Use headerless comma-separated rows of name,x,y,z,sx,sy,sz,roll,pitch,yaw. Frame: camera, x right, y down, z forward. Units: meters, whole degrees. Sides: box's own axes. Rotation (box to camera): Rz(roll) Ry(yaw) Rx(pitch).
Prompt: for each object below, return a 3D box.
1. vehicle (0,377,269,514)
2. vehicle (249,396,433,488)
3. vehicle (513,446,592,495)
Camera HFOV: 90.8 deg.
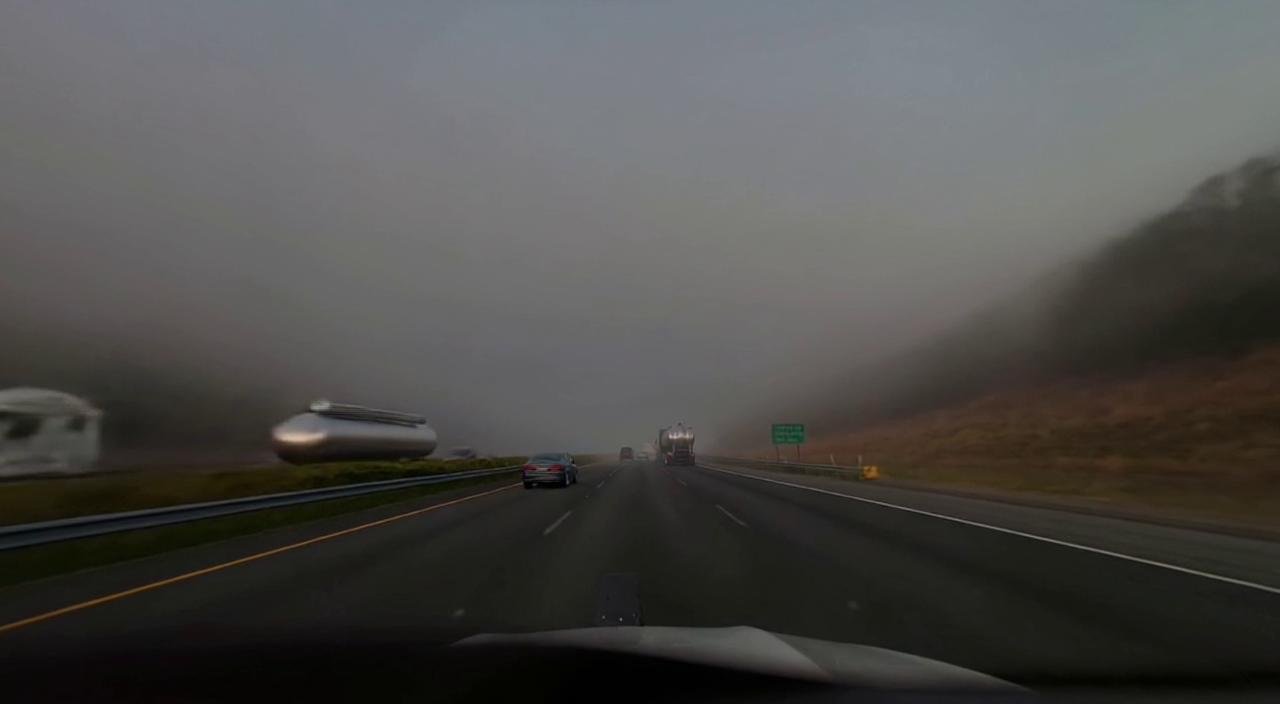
vehicle,-19.678,3.634,24.232,2.862,3.843,13.487,0,-9,-1
vehicle,-15.113,4.931,34.193,2.910,3.869,14.755,0,-9,-1
vehicle,-2.850,3.969,21.503,2.013,1.498,3.908,-1,-9,2
